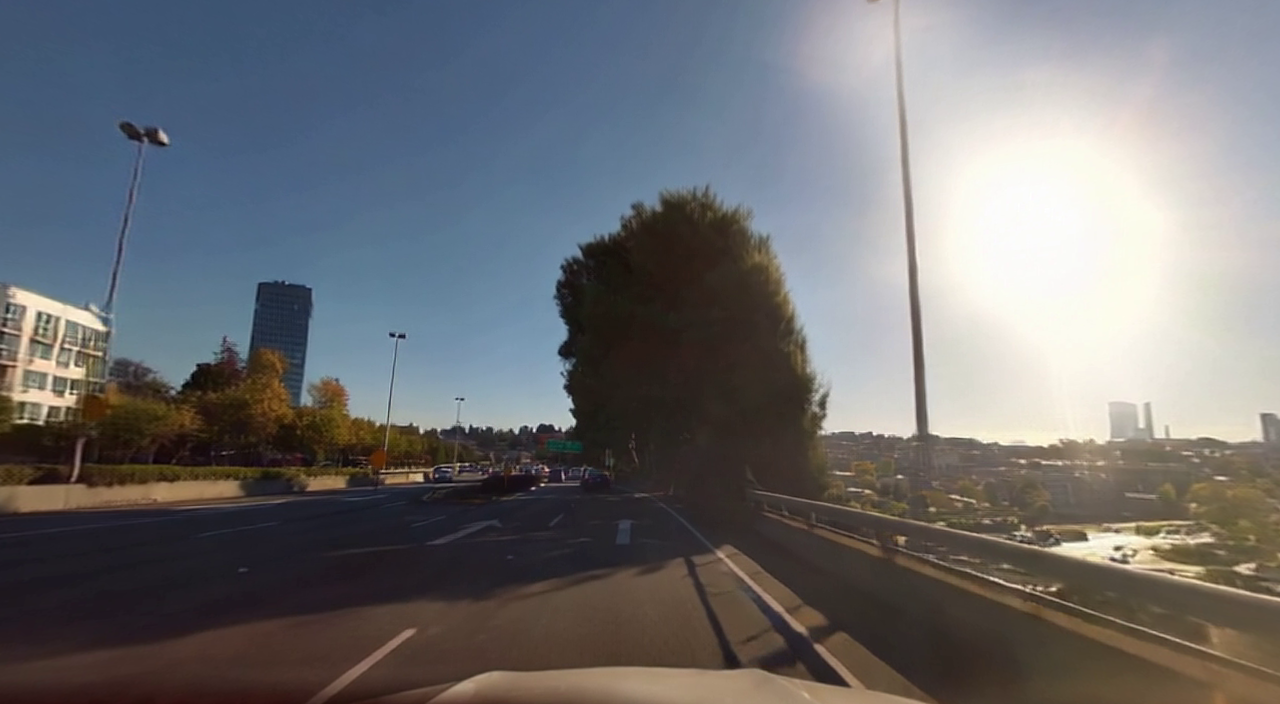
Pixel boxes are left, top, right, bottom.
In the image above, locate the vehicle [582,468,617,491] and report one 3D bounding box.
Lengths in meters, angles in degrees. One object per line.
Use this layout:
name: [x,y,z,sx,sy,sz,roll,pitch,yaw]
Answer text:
vehicle: [-2.865,8.831,43.729,2.129,1.471,4.258,2,-10,-7]
